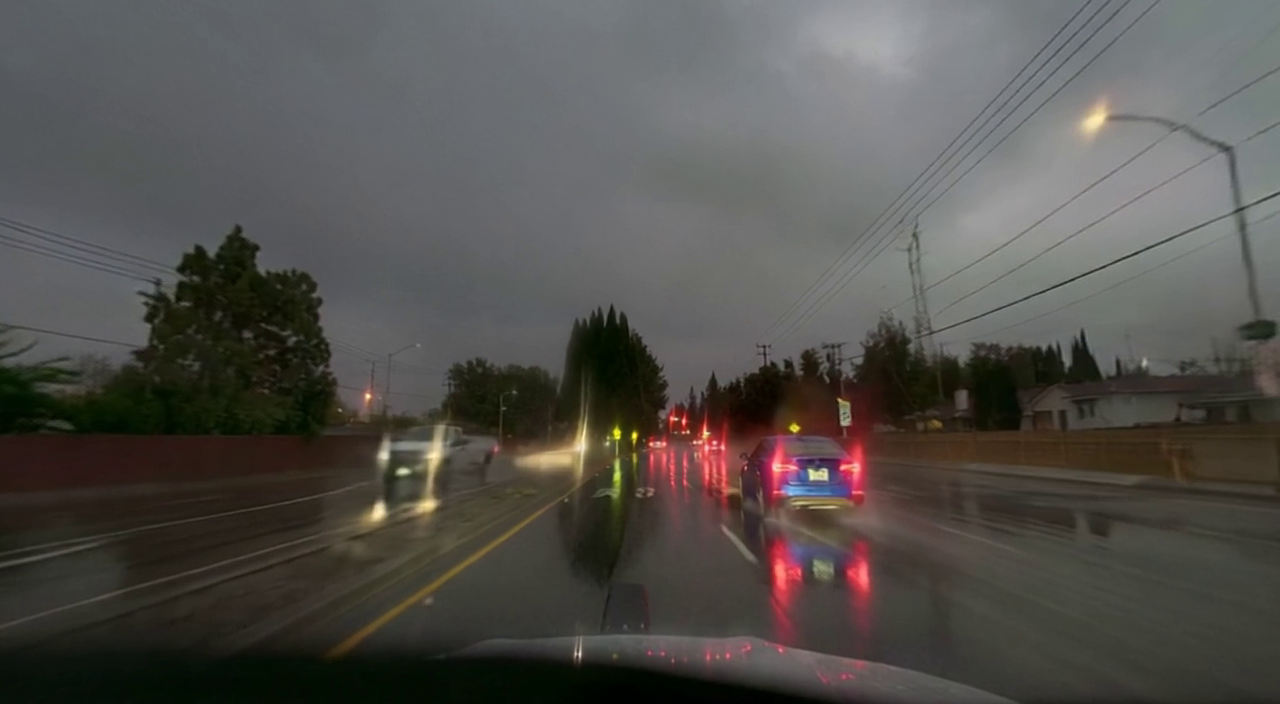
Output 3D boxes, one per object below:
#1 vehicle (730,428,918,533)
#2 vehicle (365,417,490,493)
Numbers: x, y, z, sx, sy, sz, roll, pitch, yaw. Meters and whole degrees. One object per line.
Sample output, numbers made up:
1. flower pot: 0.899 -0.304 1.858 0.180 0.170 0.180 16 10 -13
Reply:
1. vehicle: 2.931 2.131 11.174 2.063 1.481 4.247 0 -8 0
2. vehicle: -5.855 2.878 17.994 1.983 1.882 4.281 0 -8 1
